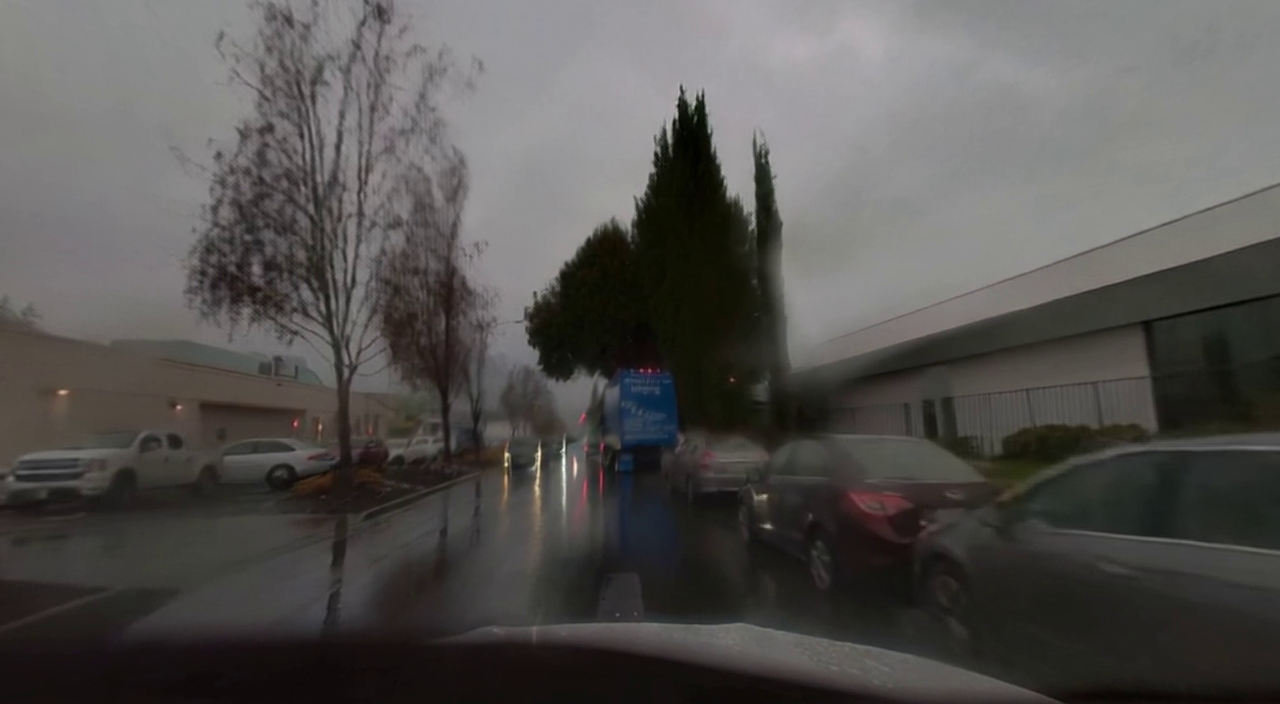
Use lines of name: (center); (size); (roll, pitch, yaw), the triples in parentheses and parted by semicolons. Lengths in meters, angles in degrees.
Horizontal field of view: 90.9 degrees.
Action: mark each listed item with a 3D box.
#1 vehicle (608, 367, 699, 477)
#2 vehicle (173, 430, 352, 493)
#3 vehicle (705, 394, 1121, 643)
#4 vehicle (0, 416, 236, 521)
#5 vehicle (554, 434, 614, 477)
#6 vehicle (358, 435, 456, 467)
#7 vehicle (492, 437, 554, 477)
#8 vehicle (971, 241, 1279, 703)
vehicle: (0.147, 3.628, 30.821); (2.865, 4.113, 14.471); (1, -8, -5)
vehicle: (-9.859, 2.863, 16.727); (3.569, 1.520, 1.797); (1, -8, -7)
vehicle: (2.133, 1.437, 6.575); (1.900, 1.644, 4.448); (1, -8, -7)
vehicle: (-10.364, 2.281, 12.792); (1.996, 1.719, 4.382); (3, -9, -11)
vehicle: (-2.171, 4.013, 24.720); (2.160, 1.498, 3.909); (0, -8, -4)
vehicle: (-11.053, 4.725, 30.106); (4.015, 1.461, 1.903); (1, -8, -8)
vehicle: (-4.717, 4.258, 25.902); (1.989, 1.481, 4.008); (0, -8, -3)
vehicle: (2.510, 0.602, 1.730); (1.686, 1.786, 2.276); (-1, -9, -6)
